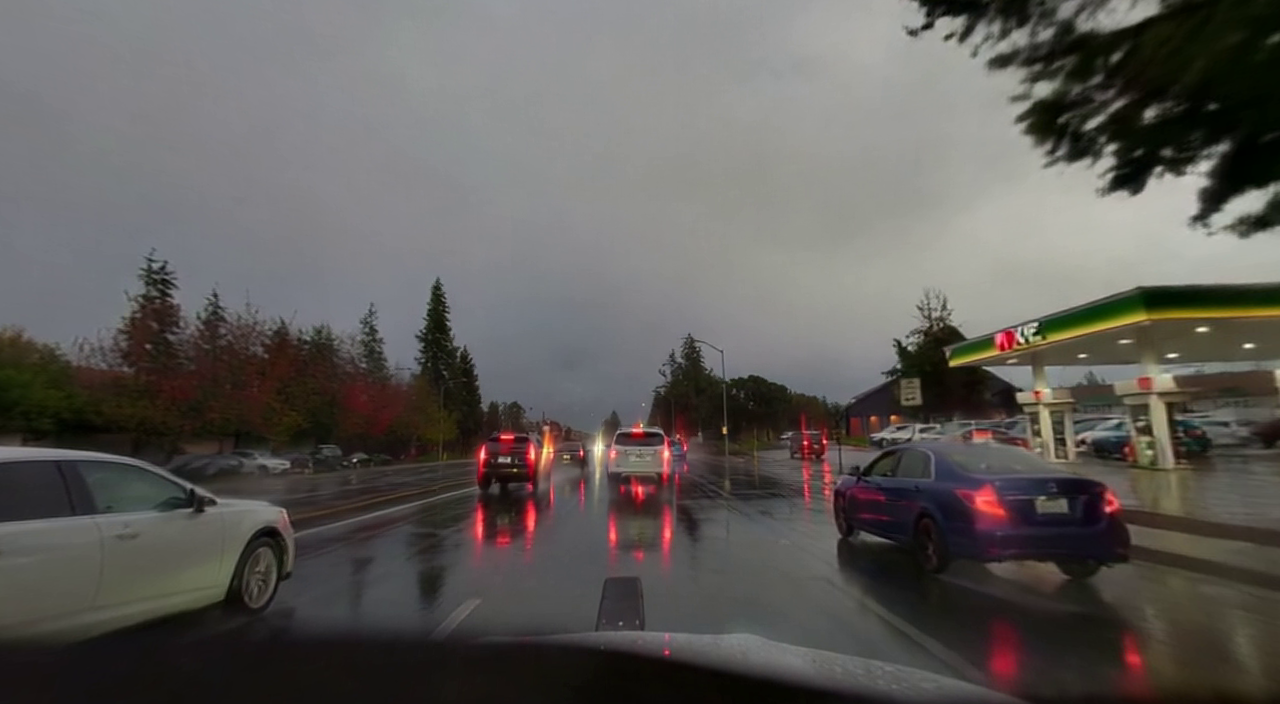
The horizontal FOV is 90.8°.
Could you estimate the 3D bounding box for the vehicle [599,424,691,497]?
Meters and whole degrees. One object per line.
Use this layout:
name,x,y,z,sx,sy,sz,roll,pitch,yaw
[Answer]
vehicle,0.104,3.040,18.031,2.279,1.803,4.254,0,-9,-1

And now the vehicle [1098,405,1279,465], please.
vehicle,18.169,2.792,20.990,1.906,1.734,4.483,2,-9,-12

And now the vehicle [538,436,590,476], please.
vehicle,-3.359,4.670,28.571,1.871,1.673,3.920,0,-9,0

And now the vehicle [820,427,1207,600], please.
vehicle,3.895,1.736,7.803,1.888,1.456,4.589,0,-9,-1

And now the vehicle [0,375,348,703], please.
vehicle,-3.531,1.040,3.528,1.864,1.574,4.031,0,-9,0

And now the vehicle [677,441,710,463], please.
vehicle,3.834,7.264,45.981,1.926,1.522,3.852,0,-9,-2

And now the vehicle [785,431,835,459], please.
vehicle,11.942,6.592,44.746,2.102,1.887,4.673,0,-9,-1

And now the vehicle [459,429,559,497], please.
vehicle,-3.584,3.124,18.096,1.932,1.695,4.150,0,-9,0
